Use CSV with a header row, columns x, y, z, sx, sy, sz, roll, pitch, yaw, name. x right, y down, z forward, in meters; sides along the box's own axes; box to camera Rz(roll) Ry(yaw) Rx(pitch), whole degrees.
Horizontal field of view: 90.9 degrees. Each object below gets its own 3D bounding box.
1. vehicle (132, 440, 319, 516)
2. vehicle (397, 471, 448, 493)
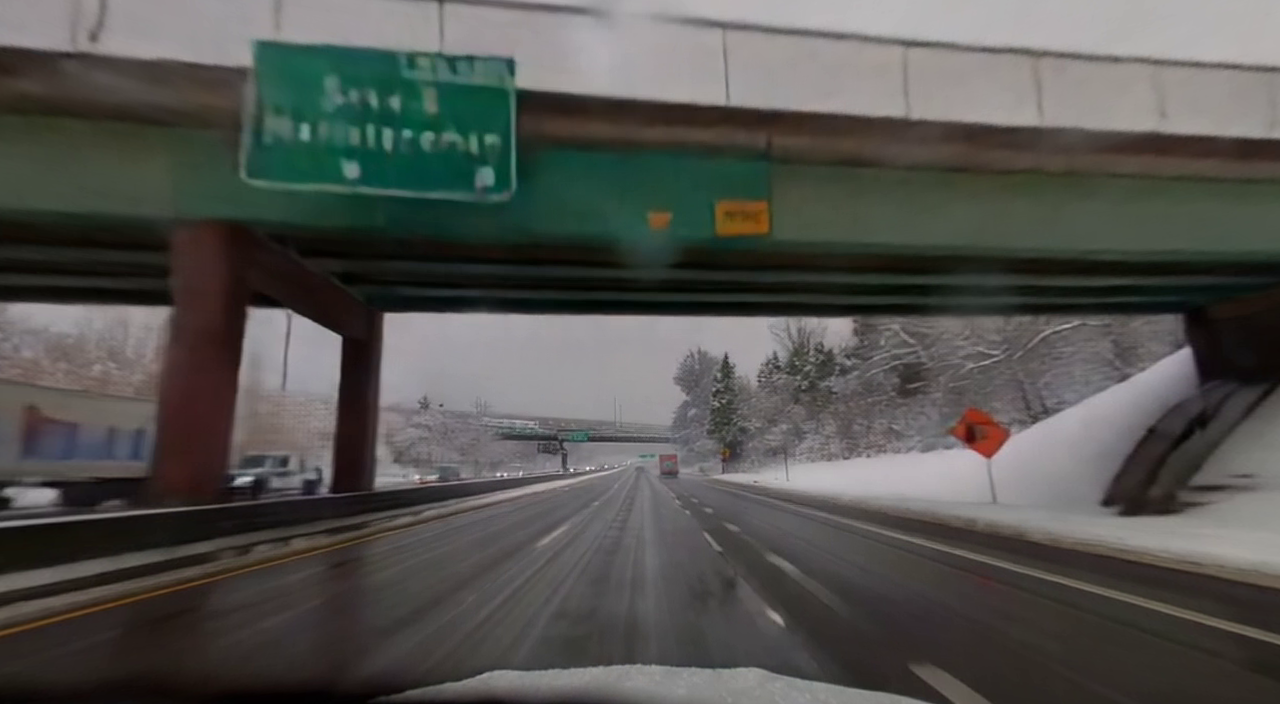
x,y,z,sx,sy,sz,roll,pitch,yaw,name
-15.603,4.830,24.486,2.534,2.481,6.817,1,-10,0,vehicle
-15.685,9.358,45.588,2.087,1.459,4.210,1,-10,1,vehicle
